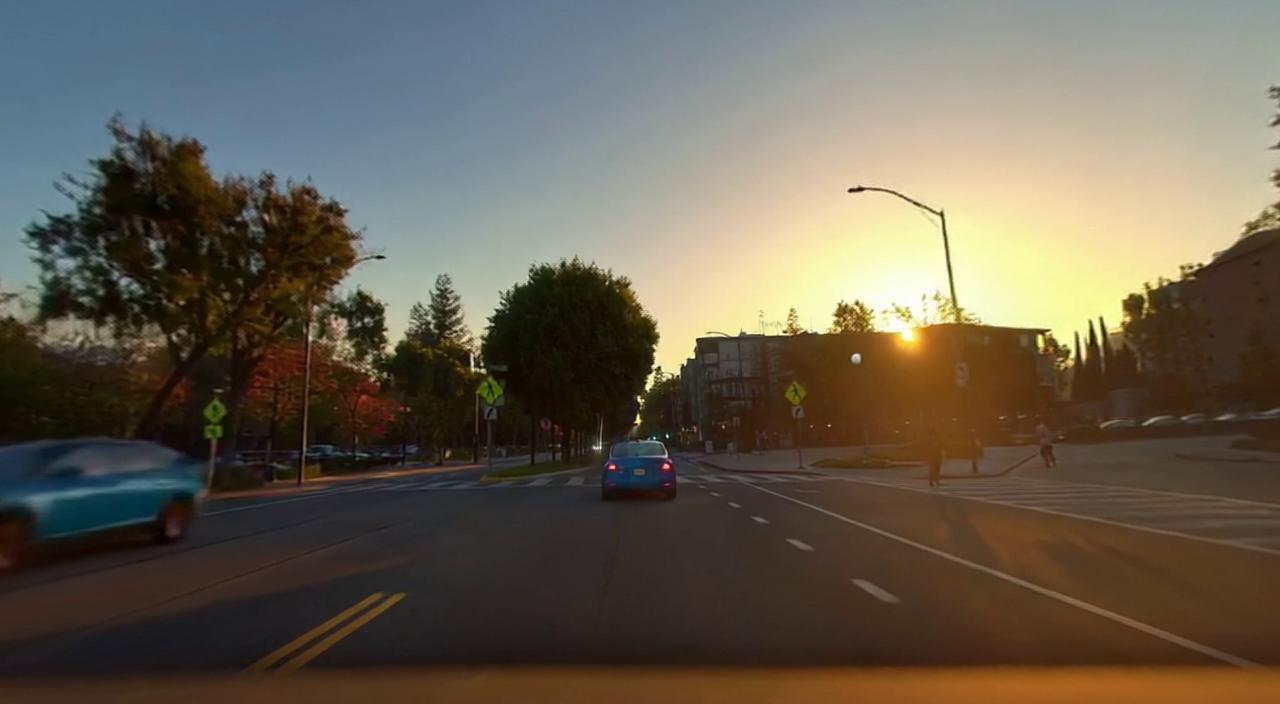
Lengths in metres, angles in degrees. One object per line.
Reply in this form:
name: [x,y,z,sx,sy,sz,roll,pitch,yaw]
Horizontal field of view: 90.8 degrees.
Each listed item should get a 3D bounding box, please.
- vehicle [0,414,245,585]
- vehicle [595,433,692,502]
vehicle: [-8.434,1.973,9.166,2.179,1.933,5.034,-1,-8,-1]
vehicle: [0.009,2.970,16.740,2.221,1.570,4.398,0,-8,-2]
